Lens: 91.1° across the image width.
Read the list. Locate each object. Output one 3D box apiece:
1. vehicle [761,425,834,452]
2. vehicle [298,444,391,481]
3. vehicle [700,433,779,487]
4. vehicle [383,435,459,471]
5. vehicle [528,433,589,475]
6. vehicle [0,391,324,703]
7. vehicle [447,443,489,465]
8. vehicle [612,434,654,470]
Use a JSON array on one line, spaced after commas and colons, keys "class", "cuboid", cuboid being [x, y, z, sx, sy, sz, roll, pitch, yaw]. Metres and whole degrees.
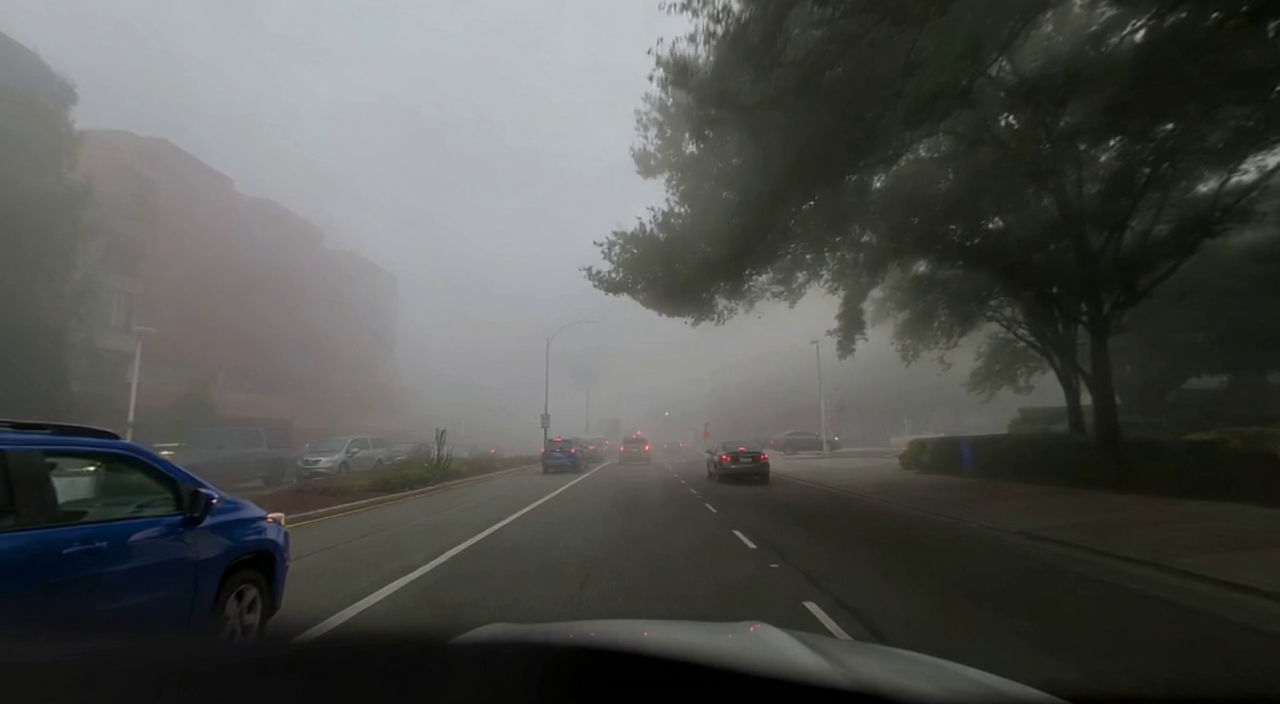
[{"class": "vehicle", "cuboid": [12.072, 6.683, 48.252, 4.991, 1.978, 2.090, -8, -12, 43]}, {"class": "vehicle", "cuboid": [-12.574, 4.713, 27.047, 1.824, 1.447, 4.442, 0, -8, 0]}, {"class": "vehicle", "cuboid": [3.097, 3.448, 20.264, 1.847, 1.554, 3.885, 0, -8, -1]}, {"class": "vehicle", "cuboid": [-12.305, 5.726, 35.823, 2.245, 1.908, 5.613, 0, -8, 1]}, {"class": "vehicle", "cuboid": [-3.516, 4.536, 28.047, 2.047, 1.710, 4.314, 0, -8, 1]}, {"class": "vehicle", "cuboid": [-3.268, 0.874, 2.105, 2.094, 1.483, 4.510, 0, -8, -1]}, {"class": "vehicle", "cuboid": [-12.465, 7.402, 45.819, 1.843, 1.509, 4.301, 0, -8, 0]}, {"class": "vehicle", "cuboid": [-0.324, 5.189, 32.728, 2.022, 1.700, 4.084, 0, -8, 0]}]
